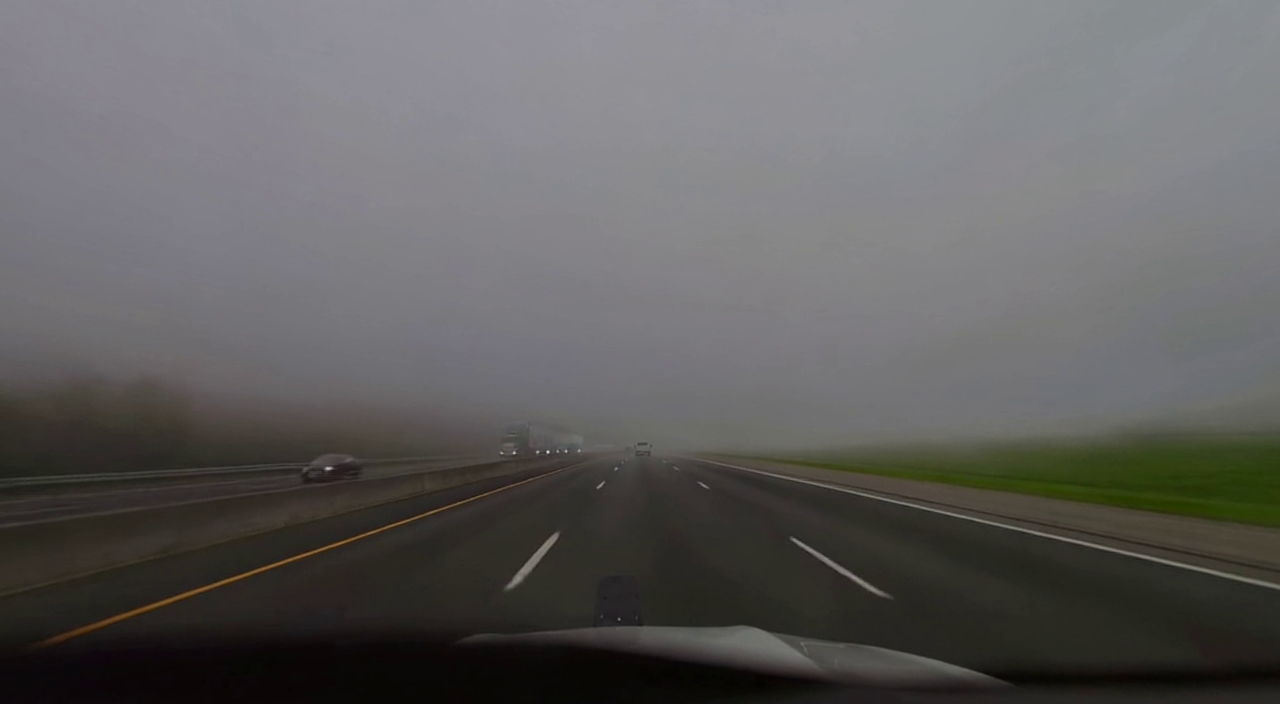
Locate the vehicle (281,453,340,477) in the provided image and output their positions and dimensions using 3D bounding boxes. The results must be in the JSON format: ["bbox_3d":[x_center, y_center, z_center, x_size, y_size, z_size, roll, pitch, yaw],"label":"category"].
[{"bbox_3d":[-21.951,7.527,42.073,1.875,1.438,3.700,-1,-9,1],"label":"vehicle"}]
